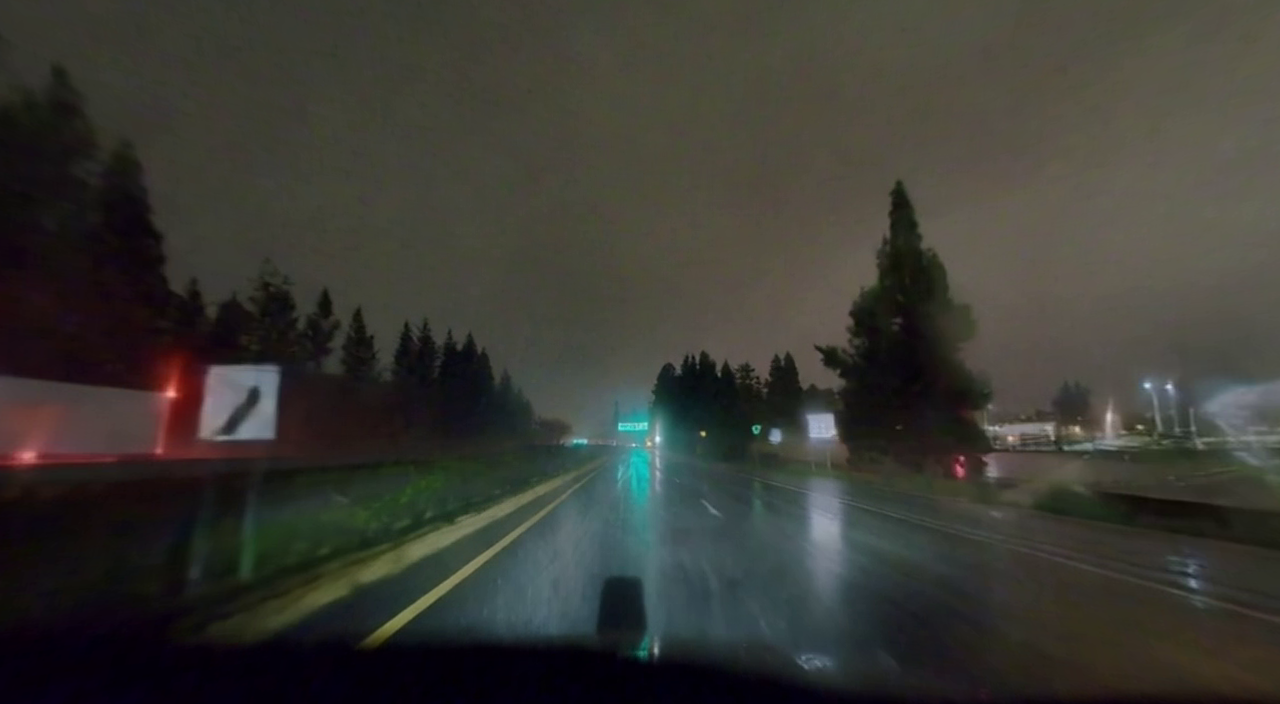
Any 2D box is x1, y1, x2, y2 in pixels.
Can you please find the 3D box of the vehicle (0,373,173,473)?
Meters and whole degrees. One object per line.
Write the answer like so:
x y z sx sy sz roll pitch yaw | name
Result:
-28.477 3.175 27.709 2.960 4.169 16.960 0 -8 0 | vehicle
